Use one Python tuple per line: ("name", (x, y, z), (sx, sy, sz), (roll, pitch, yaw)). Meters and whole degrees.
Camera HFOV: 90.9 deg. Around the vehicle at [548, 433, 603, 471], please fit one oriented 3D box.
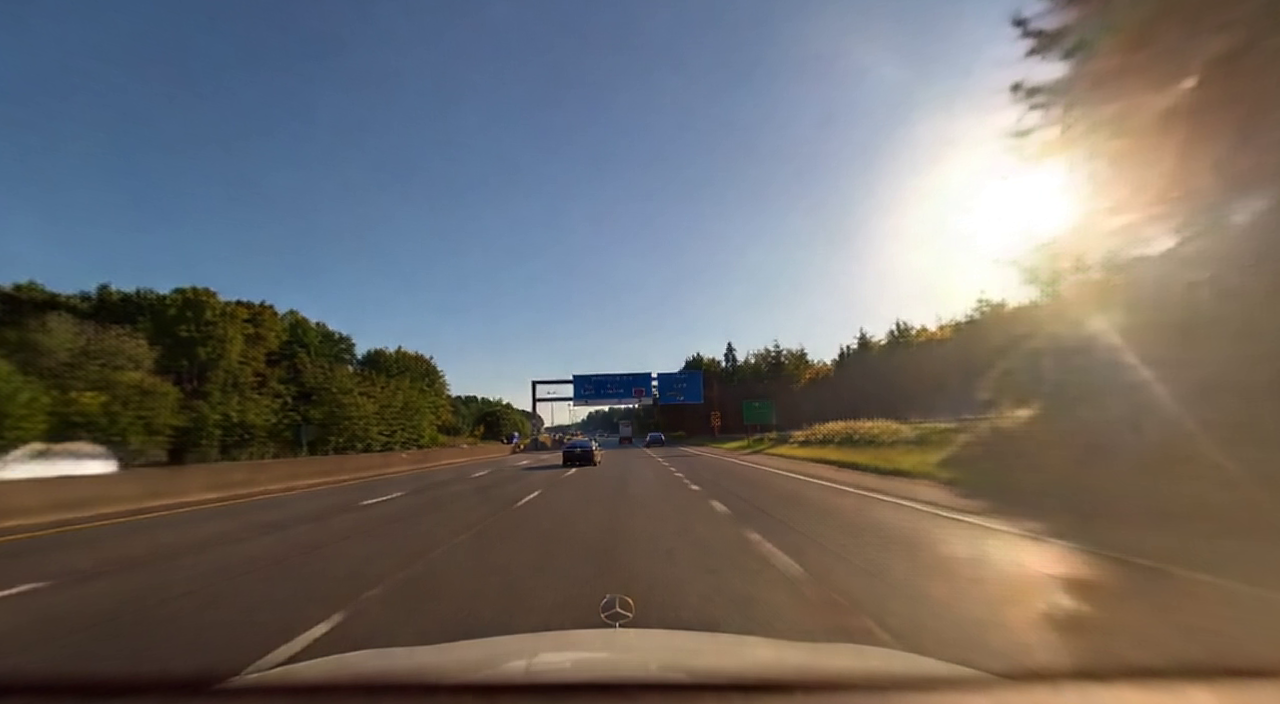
("vehicle", (-2.692, 4.249, 27.192), (2.000, 1.491, 3.913), (0, -7, 0))
